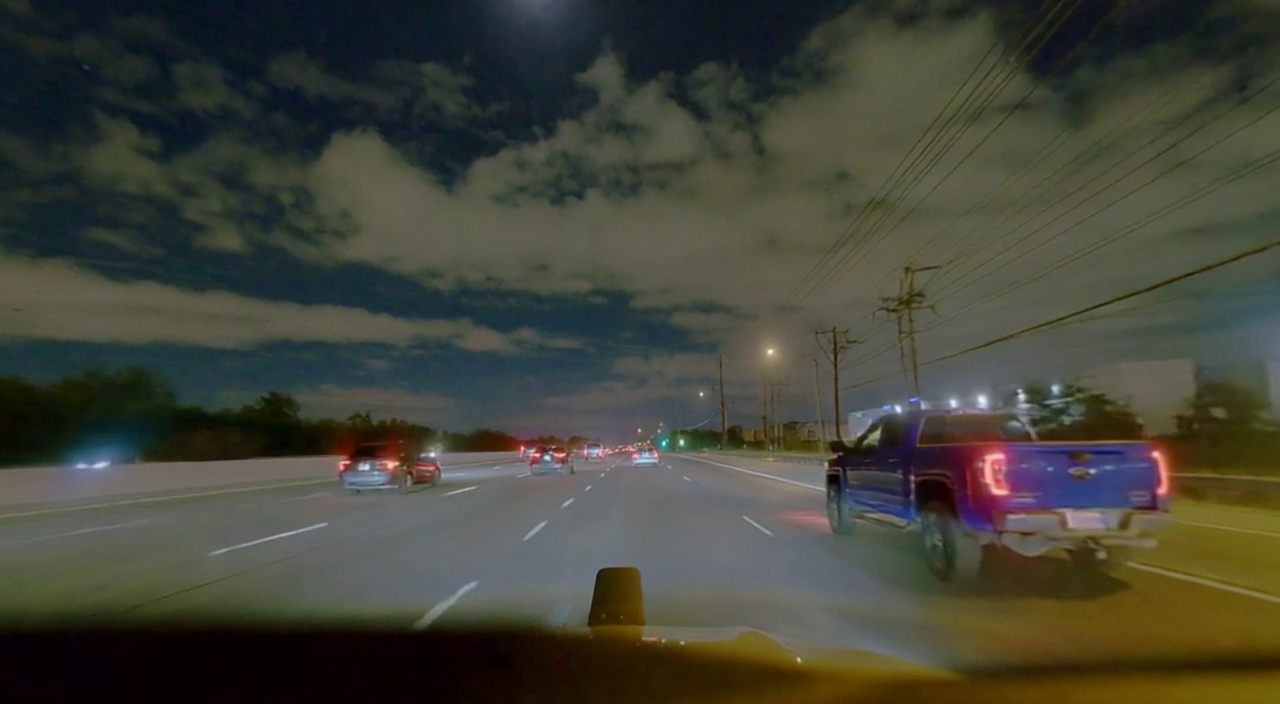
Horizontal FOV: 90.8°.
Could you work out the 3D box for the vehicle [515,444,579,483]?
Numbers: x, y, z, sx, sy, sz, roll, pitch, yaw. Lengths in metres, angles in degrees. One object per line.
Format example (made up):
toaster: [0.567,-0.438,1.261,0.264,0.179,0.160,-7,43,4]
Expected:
vehicle: [-3.680,4.484,25.675,1.938,1.444,4.206,0,-9,0]

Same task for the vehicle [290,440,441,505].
vehicle: [-7.095,3.144,16.998,1.959,1.496,4.740,0,-9,0]

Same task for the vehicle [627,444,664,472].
vehicle: [0.300,6.014,36.049,2.030,1.471,4.115,0,-9,0]

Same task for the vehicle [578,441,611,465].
vehicle: [-3.438,7.732,48.453,2.244,1.752,4.439,0,-9,0]

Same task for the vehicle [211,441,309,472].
vehicle: [-22.792,6.307,38.294,2.148,1.720,6.182,0,-9,0]

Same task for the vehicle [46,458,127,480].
vehicle: [-42.143,8.932,48.284,1.836,1.503,4.782,0,-9,0]

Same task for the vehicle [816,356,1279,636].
vehicle: [3.865,1.365,6.974,2.231,1.919,5.086,0,-9,-2]
